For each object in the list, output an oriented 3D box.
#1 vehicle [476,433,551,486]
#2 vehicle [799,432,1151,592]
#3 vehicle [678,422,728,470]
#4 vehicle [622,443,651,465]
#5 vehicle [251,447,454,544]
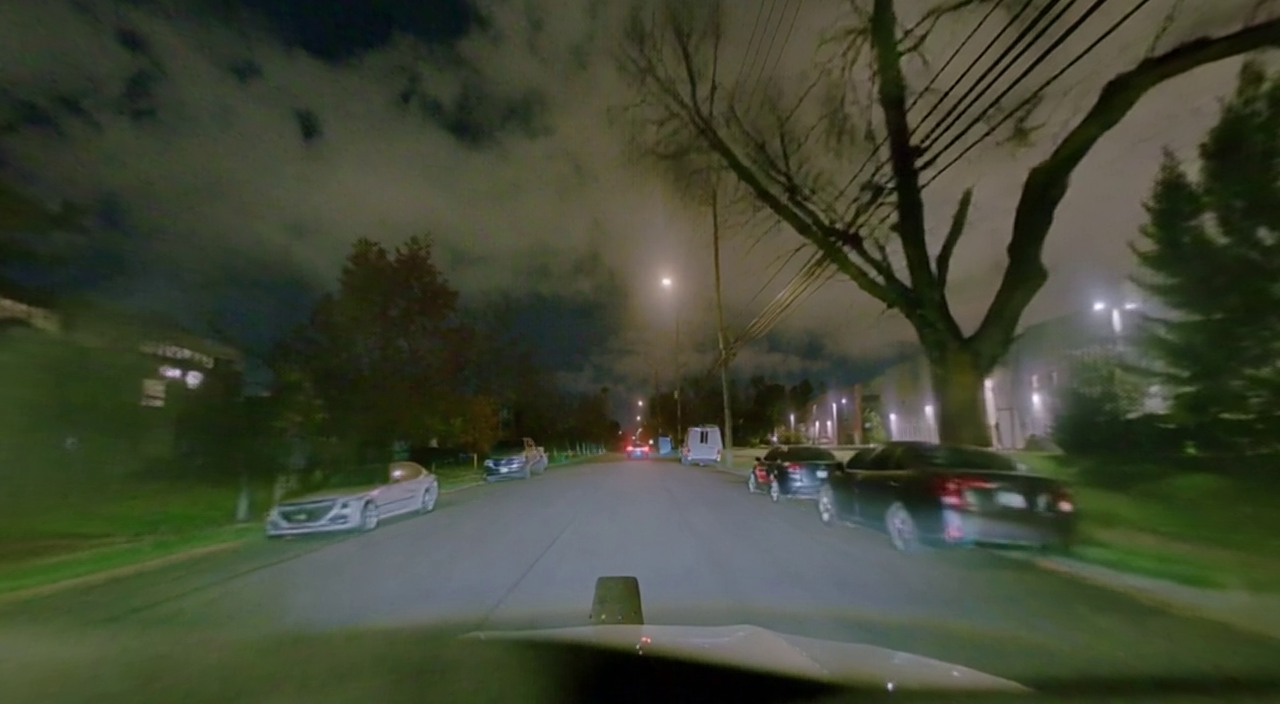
[{"bbox_3d":[-6.006,5.120,30.769,2.284,2.119,5.984,-3,-7,1],"label":"vehicle"},{"bbox_3d":[3.993,1.982,8.885,2.144,1.572,5.026,0,-9,0],"label":"vehicle"},{"bbox_3d":[3.882,5.954,40.141,2.384,2.791,5.899,0,-9,-2],"label":"vehicle"},{"bbox_3d":[-0.265,7.559,46.891,2.062,1.509,4.305,0,-8,-1],"label":"vehicle"},{"bbox_3d":[-6.058,3.017,14.305,2.094,1.433,5.740,-4,-7,-2],"label":"vehicle"}]
